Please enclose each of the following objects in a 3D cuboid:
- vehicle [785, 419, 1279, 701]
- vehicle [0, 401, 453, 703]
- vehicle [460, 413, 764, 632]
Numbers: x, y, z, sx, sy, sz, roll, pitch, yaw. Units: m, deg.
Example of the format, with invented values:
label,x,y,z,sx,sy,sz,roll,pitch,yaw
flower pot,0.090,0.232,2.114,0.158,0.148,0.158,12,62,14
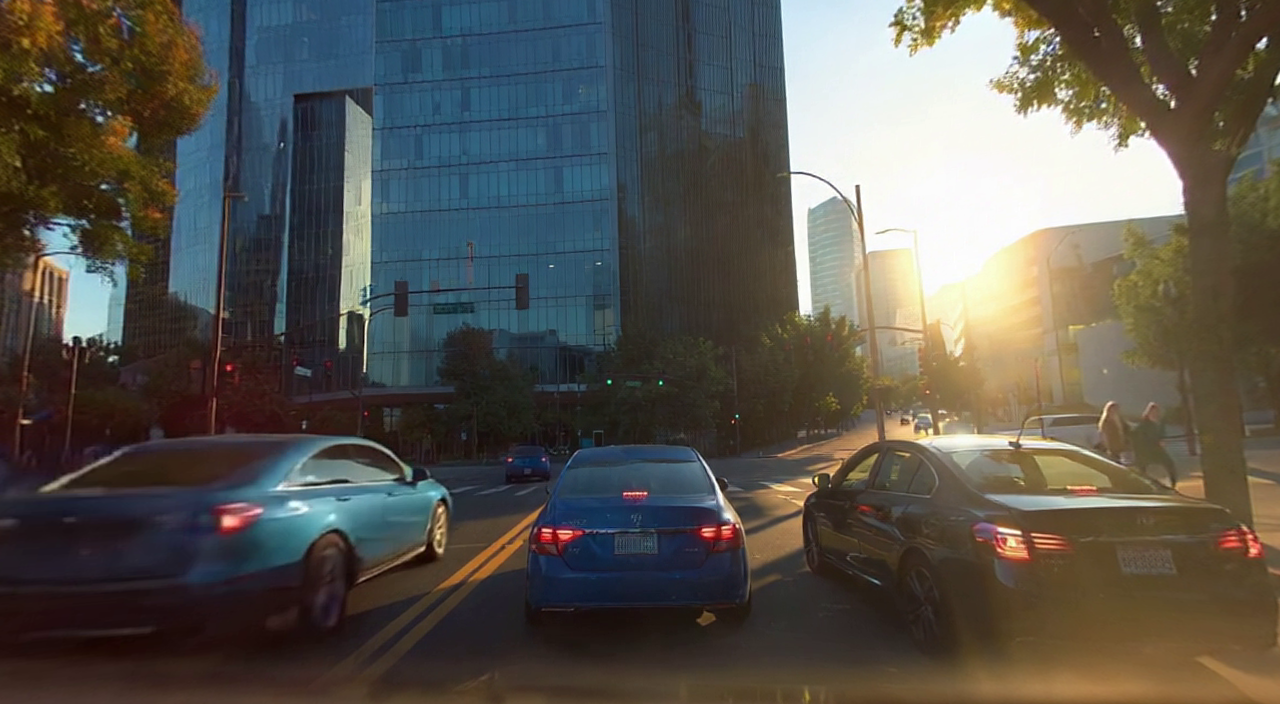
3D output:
label,x,y,z,sx,sy,sz,roll,pitch,yaw
vehicle,2.749,1.399,5.445,1.952,1.464,4.165,0,-8,-1
vehicle,-3.277,1.311,5.227,2.068,1.513,4.221,0,-8,1
vehicle,-0.268,1.465,6.407,2.072,1.476,4.078,0,-8,-2
